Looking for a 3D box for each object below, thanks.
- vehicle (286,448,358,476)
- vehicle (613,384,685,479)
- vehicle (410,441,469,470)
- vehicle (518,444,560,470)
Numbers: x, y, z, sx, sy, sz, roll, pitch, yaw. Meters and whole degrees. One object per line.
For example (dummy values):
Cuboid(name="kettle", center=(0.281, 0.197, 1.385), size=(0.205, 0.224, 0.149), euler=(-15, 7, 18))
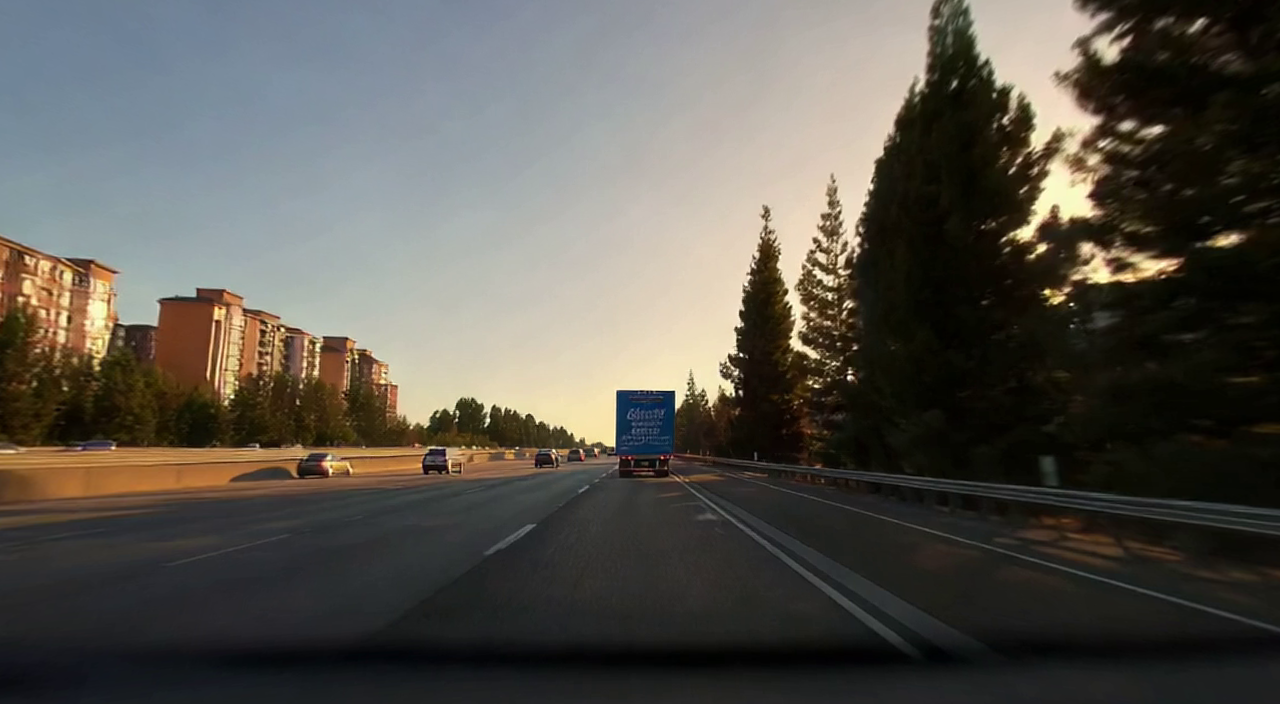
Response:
Cuboid(name="vehicle", center=(-18.410, 6.353, 36.780), size=(1.901, 1.485, 4.279), euler=(0, -9, 0))
Cuboid(name="vehicle", center=(0.318, 4.643, 35.404), size=(3.140, 4.100, 15.551), euler=(1, -9, -1))
Cuboid(name="vehicle", center=(-14.127, 7.348, 44.938), size=(2.296, 1.907, 5.659), euler=(0, -9, 1))
Cuboid(name="vehicle", center=(-7.154, 7.479, 45.039), size=(2.152, 1.732, 4.782), euler=(0, -9, 1))
